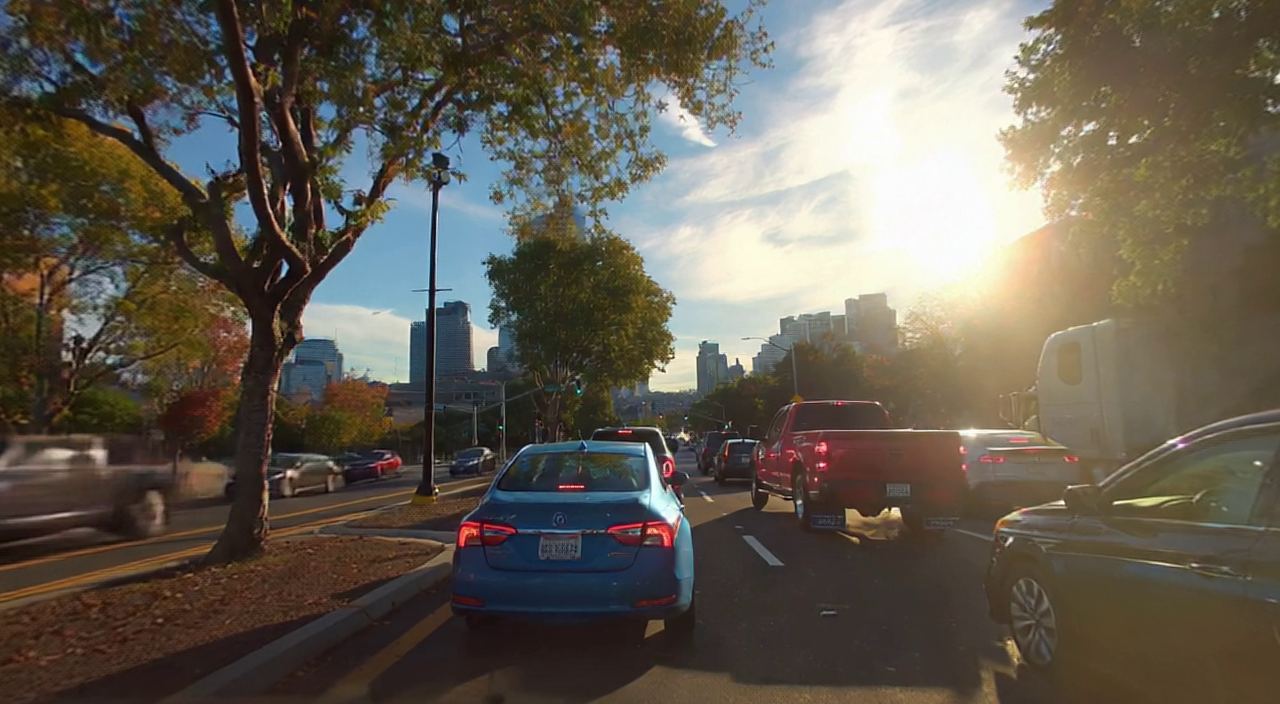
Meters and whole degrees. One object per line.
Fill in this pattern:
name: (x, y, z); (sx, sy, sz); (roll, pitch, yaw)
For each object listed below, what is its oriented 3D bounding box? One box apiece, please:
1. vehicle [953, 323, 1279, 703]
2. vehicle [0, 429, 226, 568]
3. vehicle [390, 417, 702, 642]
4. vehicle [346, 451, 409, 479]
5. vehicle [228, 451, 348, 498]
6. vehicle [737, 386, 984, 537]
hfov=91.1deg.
vehicle: (3.158, 0.760, 2.077); (1.982, 1.709, 4.427); (0, -9, 1)
vehicle: (-8.943, 2.087, 9.578); (1.986, 1.712, 4.686); (0, -8, 1)
vehicle: (-0.582, 1.502, 6.332); (2.111, 1.506, 4.018); (0, -9, 2)
vehicle: (-15.848, 6.810, 38.156); (1.966, 1.563, 4.203); (0, -9, 1)
vehicle: (-12.653, 4.398, 22.916); (1.926, 1.519, 4.104); (0, -9, 1)
vehicle: (3.520, 1.956, 11.706); (2.444, 2.098, 5.766); (0, -9, -1)
